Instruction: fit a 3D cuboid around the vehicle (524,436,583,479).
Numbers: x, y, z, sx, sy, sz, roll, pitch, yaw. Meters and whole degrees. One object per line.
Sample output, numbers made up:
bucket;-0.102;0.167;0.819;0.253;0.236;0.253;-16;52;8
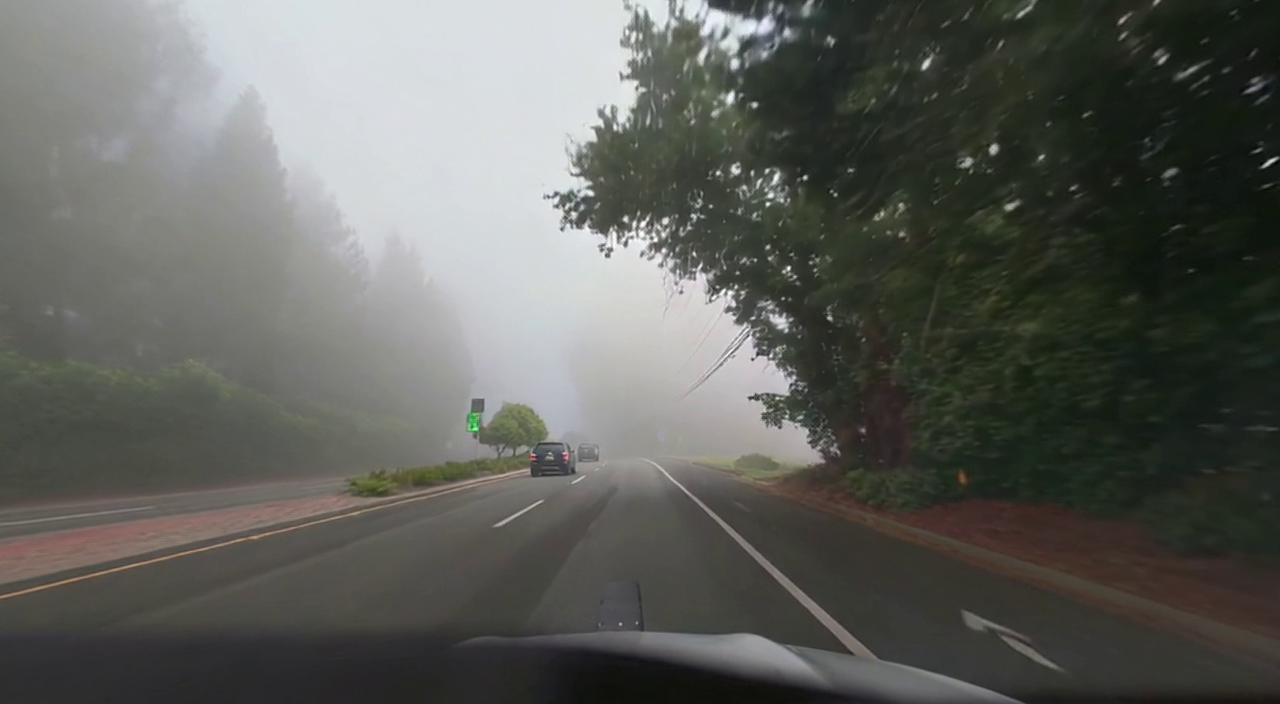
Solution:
vehicle;-4.184;5.188;31.361;2.246;1.885;5.275;-1;-9;-1
